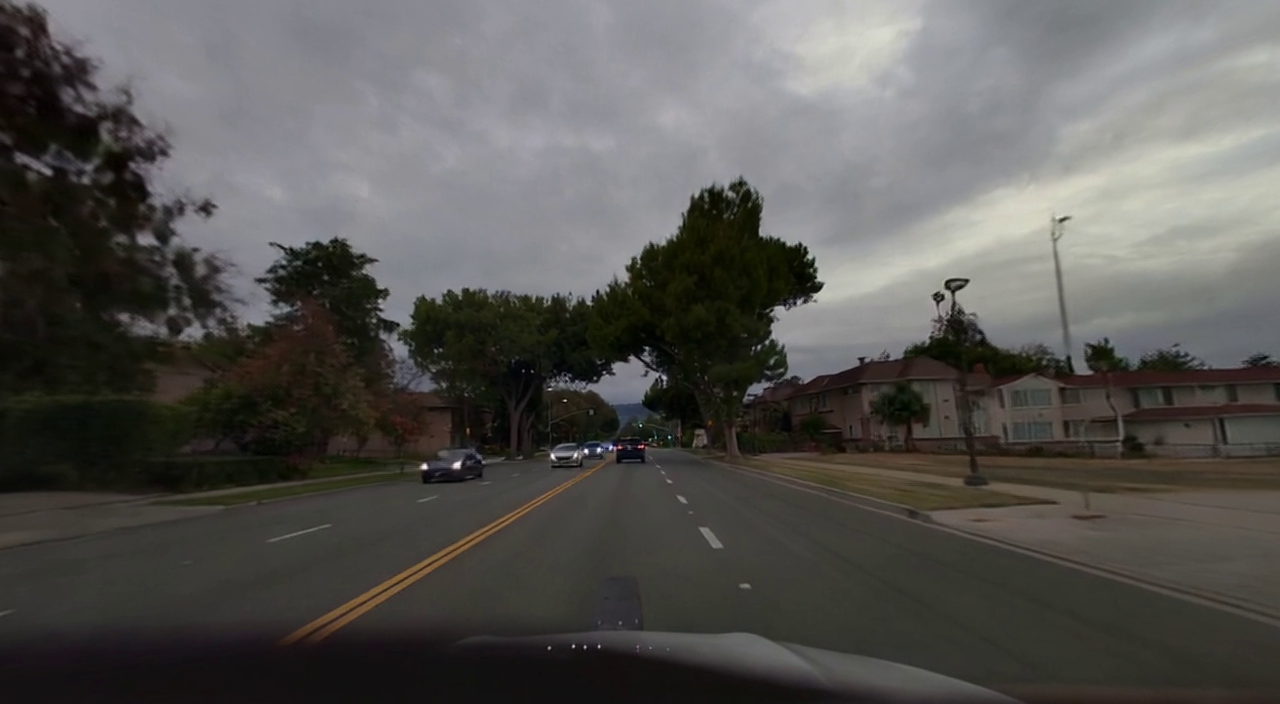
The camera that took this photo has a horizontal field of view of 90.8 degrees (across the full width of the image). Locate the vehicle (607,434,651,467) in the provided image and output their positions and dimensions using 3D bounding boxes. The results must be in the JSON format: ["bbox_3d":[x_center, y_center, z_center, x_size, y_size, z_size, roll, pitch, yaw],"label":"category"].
[{"bbox_3d":[-0.617,6.176,39.596,2.554,1.902,5.329,0,-9,1],"label":"vehicle"}]

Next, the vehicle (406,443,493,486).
[{"bbox_3d":[-7.969,4.746,27.010,2.211,1.608,4.942,-1,-9,0],"label":"vehicle"}]

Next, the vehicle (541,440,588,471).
[{"bbox_3d":[-4.215,5.878,36.065,2.115,1.638,4.098,0,-9,1],"label":"vehicle"}]
